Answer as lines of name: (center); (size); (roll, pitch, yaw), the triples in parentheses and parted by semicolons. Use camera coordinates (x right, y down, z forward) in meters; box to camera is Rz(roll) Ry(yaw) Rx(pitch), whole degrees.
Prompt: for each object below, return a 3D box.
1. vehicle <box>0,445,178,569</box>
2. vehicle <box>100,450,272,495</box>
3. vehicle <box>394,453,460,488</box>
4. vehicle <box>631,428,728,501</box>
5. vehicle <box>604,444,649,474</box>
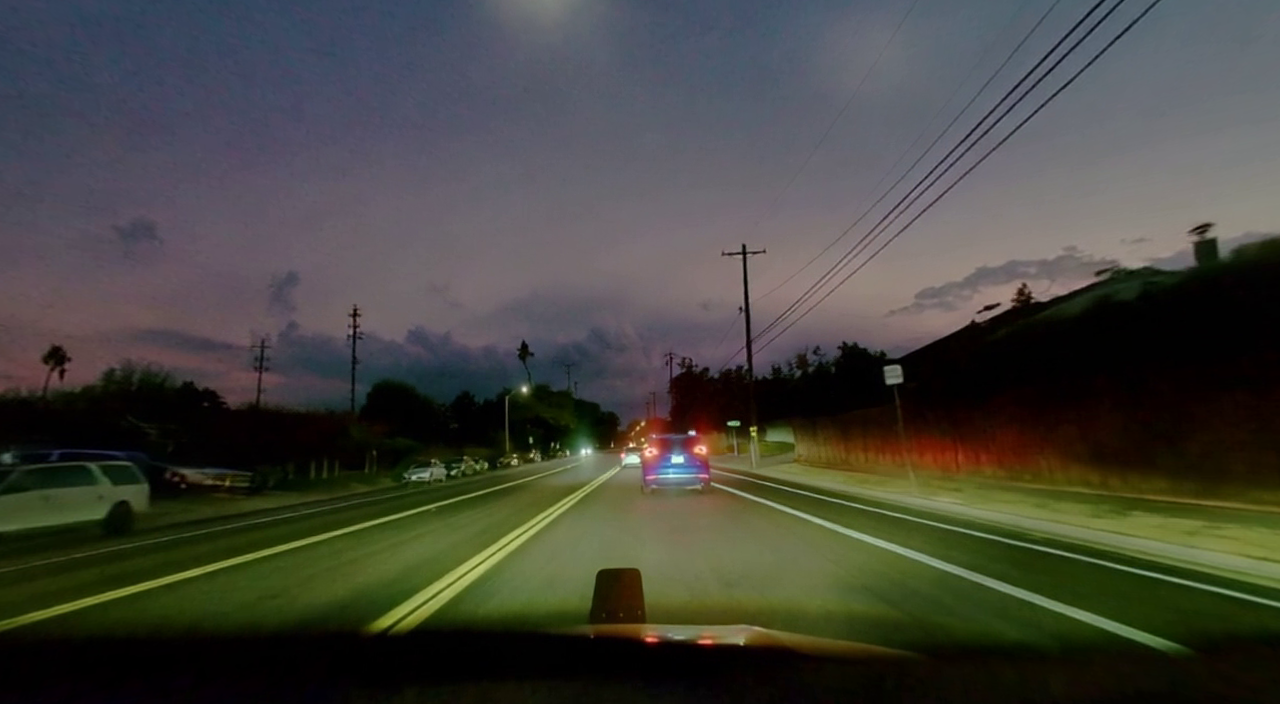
vehicle: (-12.114, 2.933, 12.294); (2.504, 2.031, 5.237); (-3, -8, -3)
vehicle: (-20.706, 5.479, 29.086); (6.011, 1.909, 2.279); (1, -9, -4)
vehicle: (-12.365, 6.862, 37.042); (2.150, 1.644, 5.120); (-5, -8, -1)
vehicle: (0.944, 3.117, 17.914); (2.200, 1.763, 4.676); (0, -8, -3)
vehicle: (-0.729, 5.609, 33.335); (2.196, 1.449, 4.006); (0, -8, -2)
